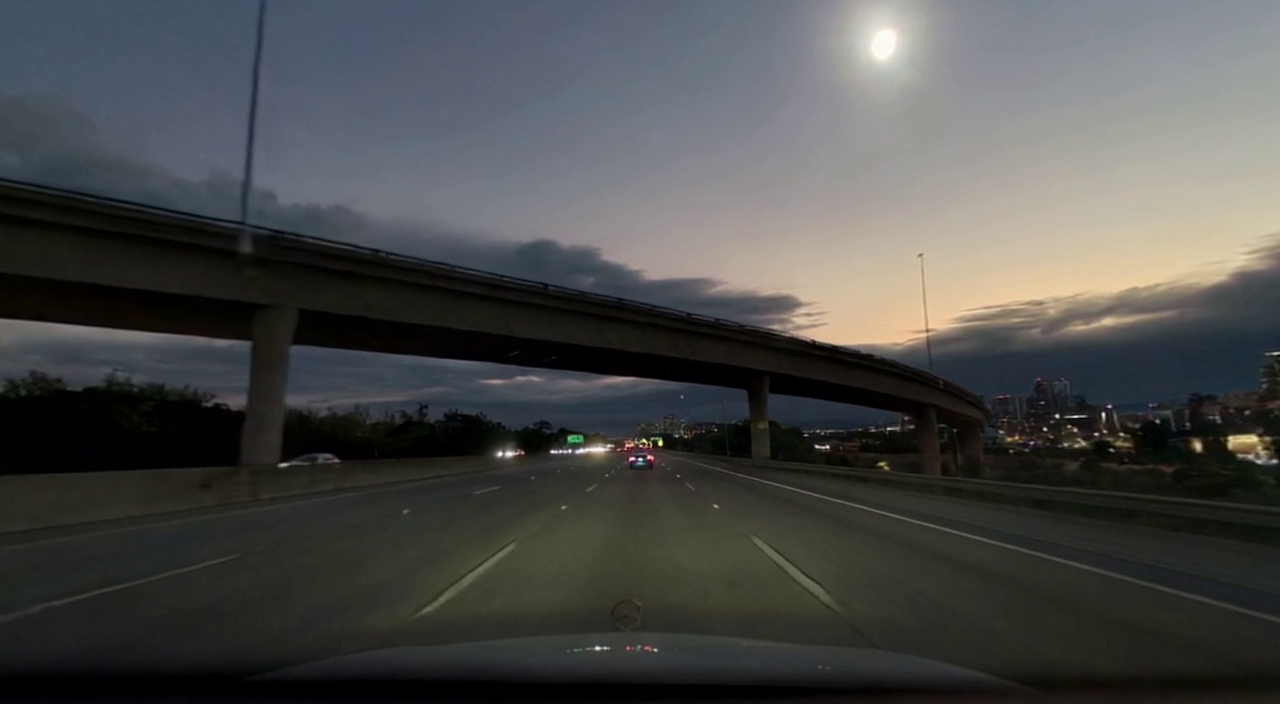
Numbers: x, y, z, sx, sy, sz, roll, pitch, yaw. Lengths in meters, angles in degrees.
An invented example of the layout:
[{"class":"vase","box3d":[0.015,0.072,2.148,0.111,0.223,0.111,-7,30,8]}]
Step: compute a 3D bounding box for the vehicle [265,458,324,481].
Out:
[{"class":"vehicle","box3d":[-23.637,8.049,43.265,1.705,1.410,3.956,0,-9,0]}]
